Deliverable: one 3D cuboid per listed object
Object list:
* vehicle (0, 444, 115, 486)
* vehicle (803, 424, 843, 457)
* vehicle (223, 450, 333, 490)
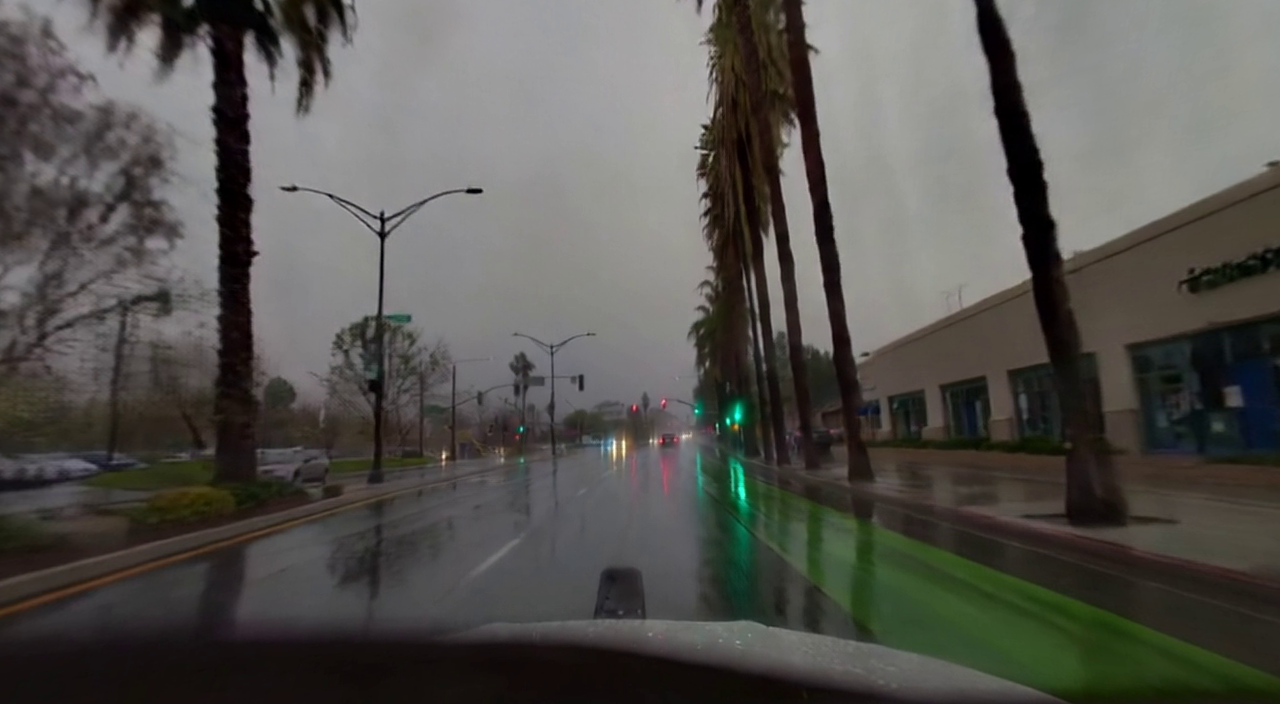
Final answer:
[{"bbox_3d":[-29.672,5.473,30.829,5.940,1.904,2.360,0,-8,2],"label":"vehicle"},{"bbox_3d":[13.150,6.398,45.689,1.996,2.172,5.298,-2,-8,8],"label":"vehicle"},{"bbox_3d":[-17.811,5.793,31.505,2.178,1.779,5.406,-1,-8,2],"label":"vehicle"}]
